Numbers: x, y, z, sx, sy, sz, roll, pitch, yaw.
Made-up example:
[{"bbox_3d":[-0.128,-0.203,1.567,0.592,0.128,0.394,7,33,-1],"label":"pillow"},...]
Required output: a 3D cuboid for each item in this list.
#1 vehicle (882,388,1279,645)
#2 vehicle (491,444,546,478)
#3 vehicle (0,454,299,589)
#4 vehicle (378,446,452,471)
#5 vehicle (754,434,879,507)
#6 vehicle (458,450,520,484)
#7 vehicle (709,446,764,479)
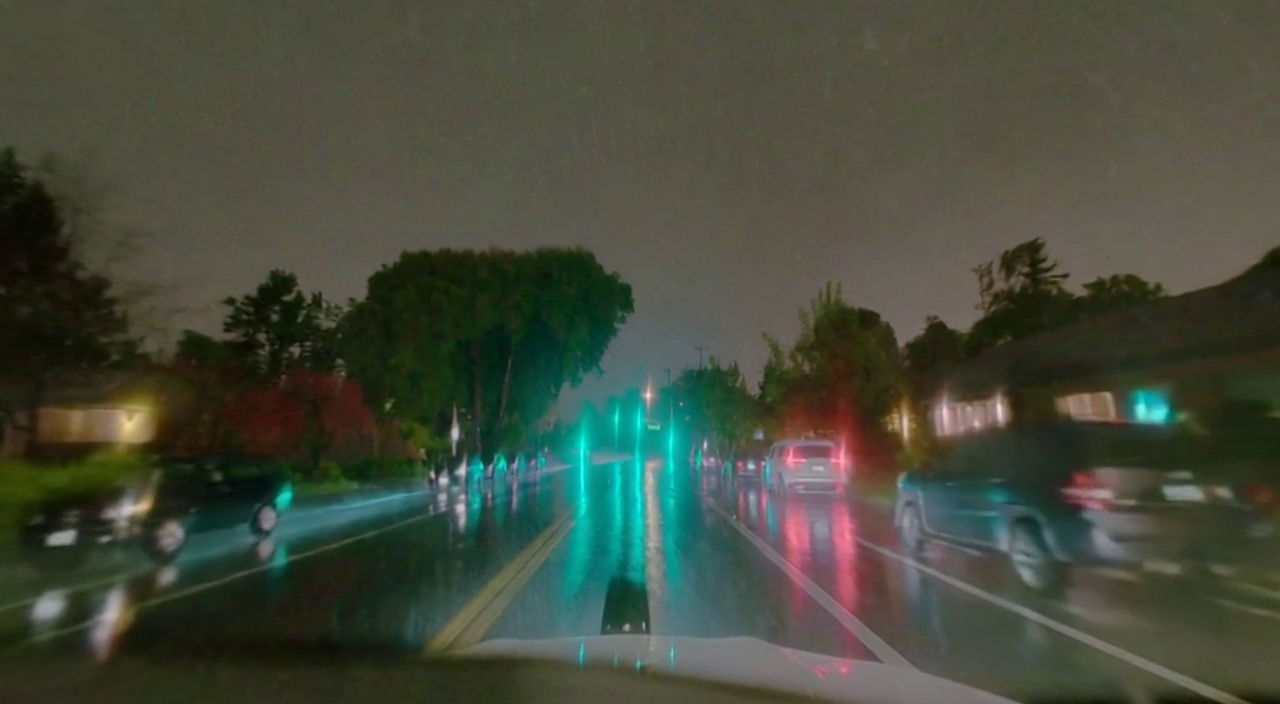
[{"bbox_3d":[4.485,1.500,6.837,2.089,1.831,4.492,-1,-8,3],"label":"vehicle"},{"bbox_3d":[-7.102,6.382,37.391,2.218,1.807,5.032,-1,-8,1],"label":"vehicle"},{"bbox_3d":[-7.453,2.366,9.710,1.903,1.463,4.526,-1,-8,0],"label":"vehicle"},{"bbox_3d":[-16.287,7.713,45.820,4.619,1.708,2.087,0,-8,-1],"label":"vehicle"},{"bbox_3d":[4.684,3.204,17.630,2.137,1.747,4.797,0,-8,1],"label":"vehicle"},{"bbox_3d":[-7.465,5.691,31.532,1.971,1.479,4.307,-1,-8,1],"label":"vehicle"},{"bbox_3d":[4.634,5.350,30.888,2.048,1.469,4.673,0,-8,1],"label":"vehicle"}]
